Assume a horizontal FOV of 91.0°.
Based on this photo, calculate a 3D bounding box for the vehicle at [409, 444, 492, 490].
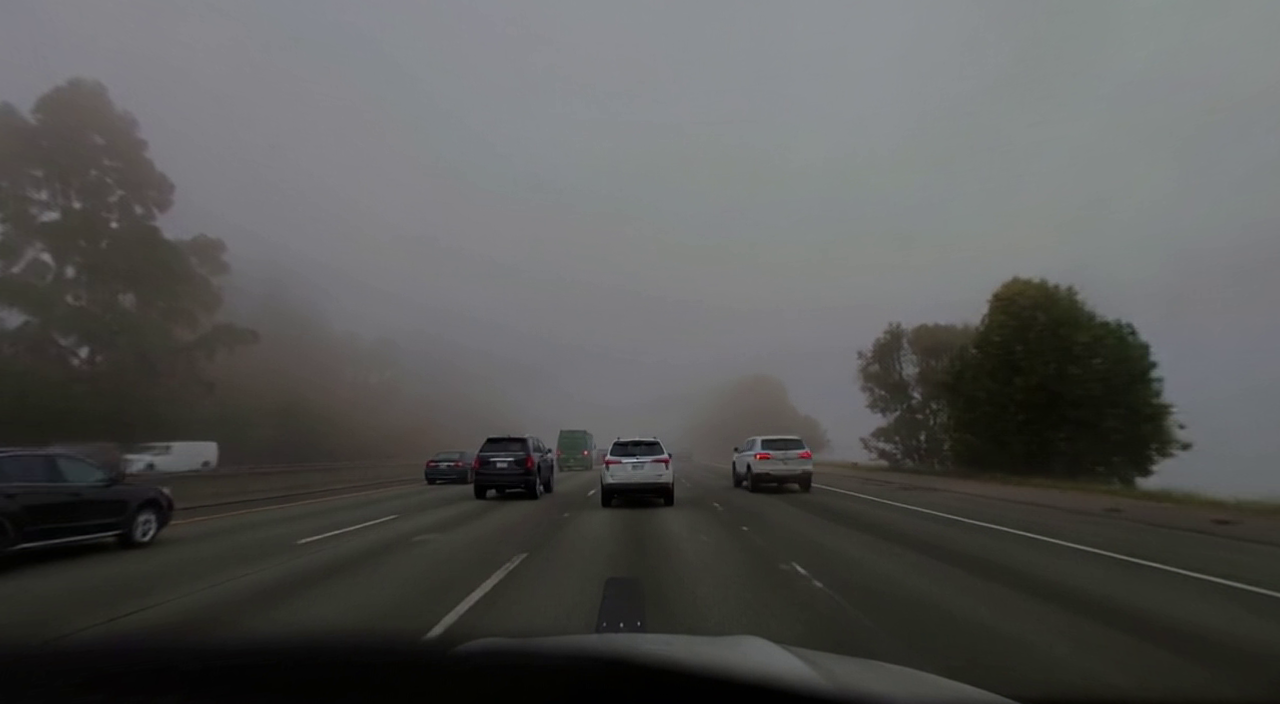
[{"bbox_3d":[-7.181,4.377,24.343,1.931,1.617,4.060,0,-9,0],"label":"vehicle"}]

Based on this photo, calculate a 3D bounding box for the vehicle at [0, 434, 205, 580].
[{"bbox_3d":[-7.720,1.761,7.467,1.927,1.514,4.474,0,-9,0],"label":"vehicle"}]

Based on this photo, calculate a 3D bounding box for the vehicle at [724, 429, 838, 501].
[{"bbox_3d":[3.974,3.284,18.802,2.175,1.830,5.173,0,-9,0],"label":"vehicle"}]

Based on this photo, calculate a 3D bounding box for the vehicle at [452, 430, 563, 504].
[{"bbox_3d":[-3.531,3.158,17.703,2.142,1.808,4.266,0,-9,1],"label":"vehicle"}]

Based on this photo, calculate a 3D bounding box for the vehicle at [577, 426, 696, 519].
[{"bbox_3d":[-0.035,2.581,13.986,2.223,1.722,4.177,0,-9,1],"label":"vehicle"}]
